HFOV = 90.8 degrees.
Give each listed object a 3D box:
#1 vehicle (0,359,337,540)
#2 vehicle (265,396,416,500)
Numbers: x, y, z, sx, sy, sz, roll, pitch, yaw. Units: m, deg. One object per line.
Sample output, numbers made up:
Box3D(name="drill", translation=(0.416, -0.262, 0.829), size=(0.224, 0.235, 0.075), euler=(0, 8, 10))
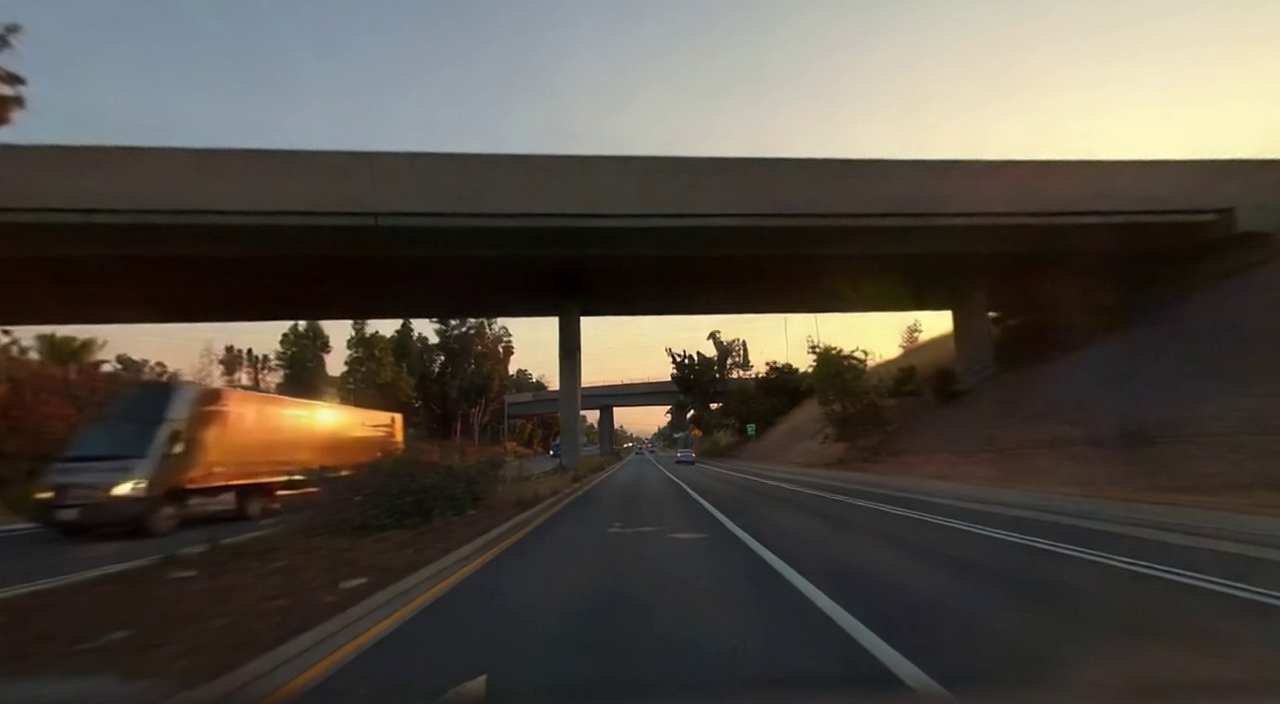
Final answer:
Box3D(name="vehicle", translation=(-13.115, 2.909, 19.044), size=(3.038, 4.027, 9.826), euler=(0, -9, 0))
Box3D(name="vehicle", translation=(-13.148, 4.365, 28.738), size=(2.848, 4.007, 7.992), euler=(0, -9, 0))
